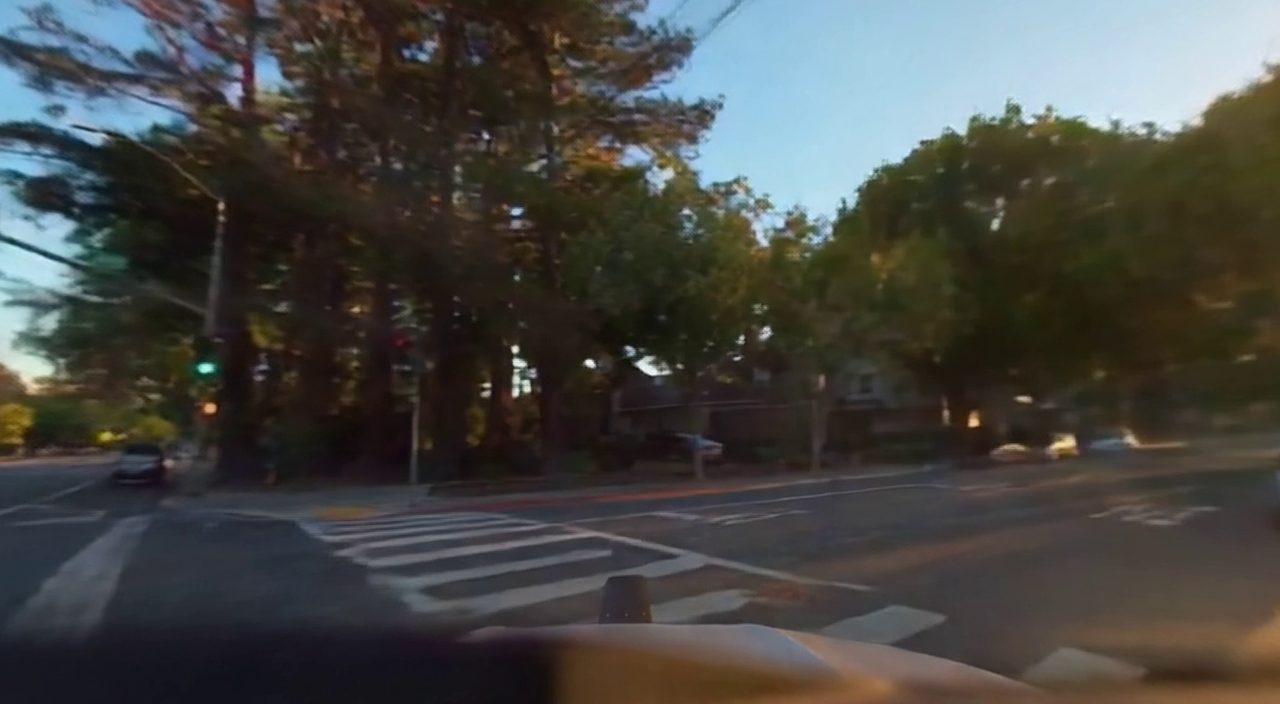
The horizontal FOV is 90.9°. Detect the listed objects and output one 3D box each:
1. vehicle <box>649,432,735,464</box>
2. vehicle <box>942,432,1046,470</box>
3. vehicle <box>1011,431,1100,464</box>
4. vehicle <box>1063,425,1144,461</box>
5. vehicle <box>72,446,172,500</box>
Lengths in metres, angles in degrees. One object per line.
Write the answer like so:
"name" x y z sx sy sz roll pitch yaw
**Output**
"vehicle" 2.669 5.115 33.653 2.028 1.595 4.554 6 -11 -36
"vehicle" 15.030 4.190 26.700 4.671 1.470 1.963 6 -12 -36
"vehicle" 20.007 4.606 30.305 4.518 1.477 1.948 6 -12 -36
"vehicle" 24.889 4.894 33.805 4.528 1.755 1.973 6 -11 -35
"vehicle" -16.402 3.794 20.190 2.149 1.507 4.160 6 -11 -36
